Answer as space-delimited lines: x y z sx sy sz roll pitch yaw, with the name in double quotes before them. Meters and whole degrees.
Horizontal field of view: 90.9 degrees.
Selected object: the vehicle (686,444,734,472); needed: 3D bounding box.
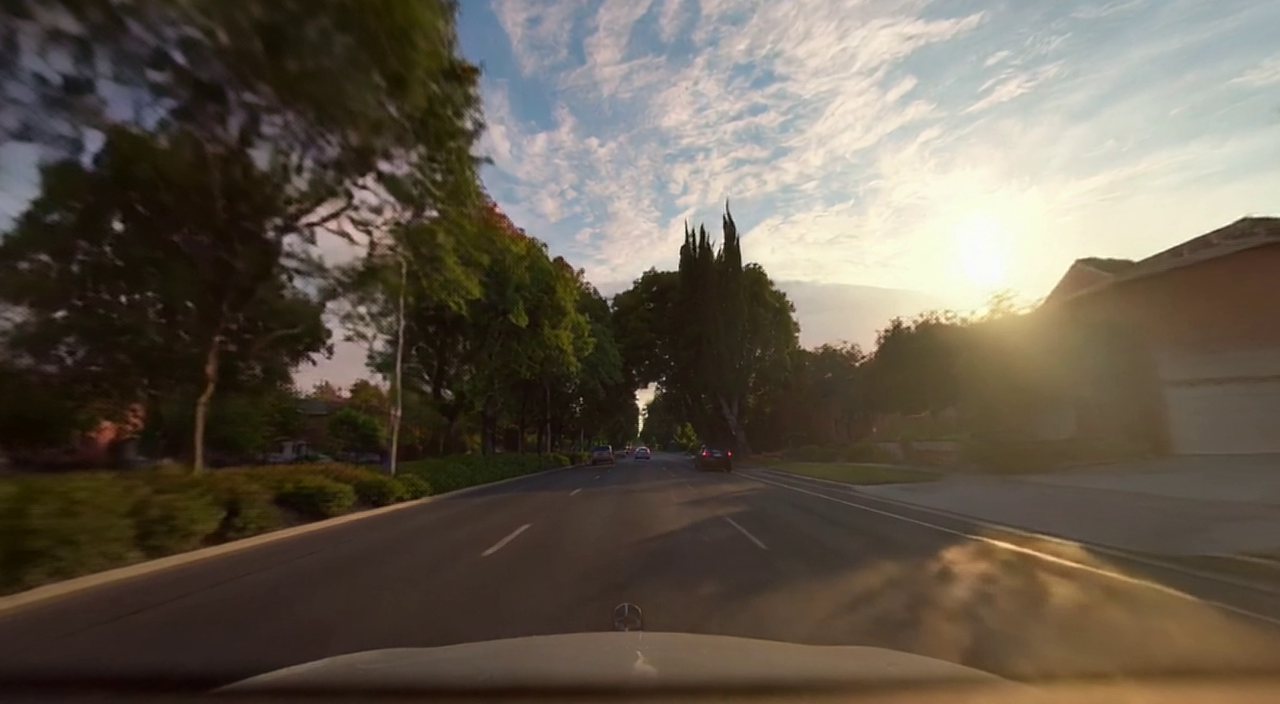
"vehicle" 4.122 6.319 37.864 2.237 1.578 4.621 0 -8 -1
